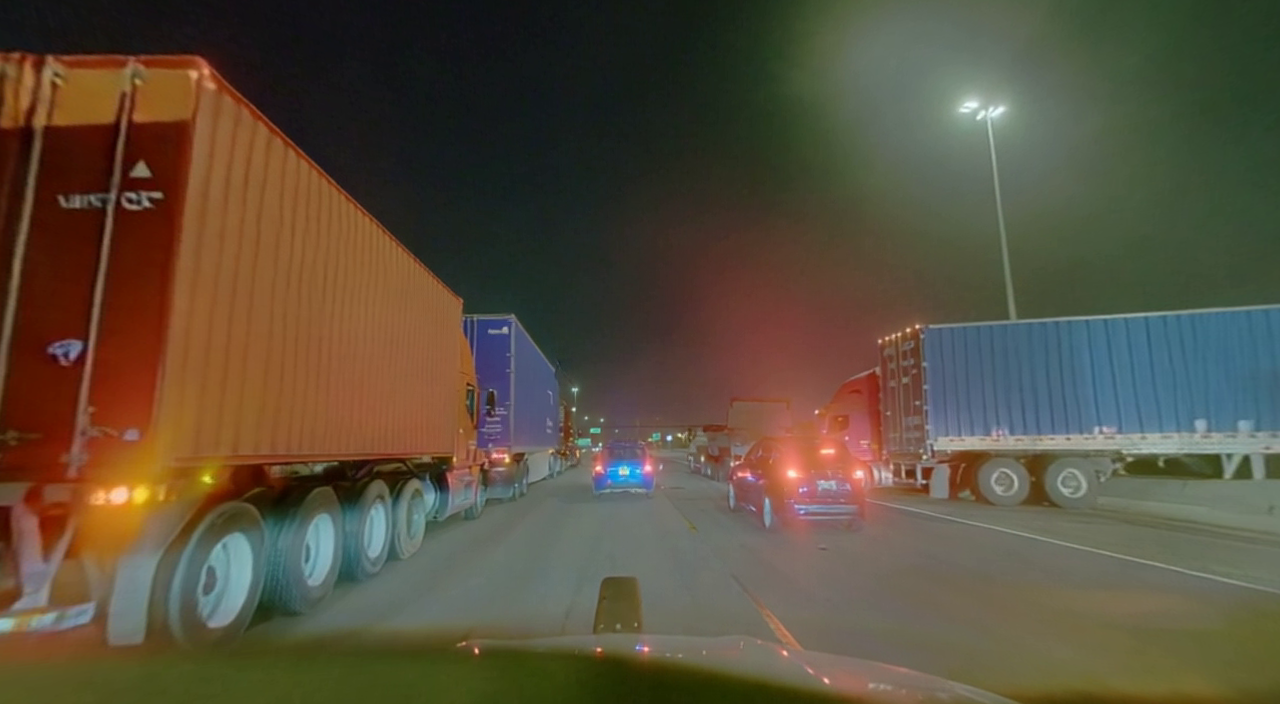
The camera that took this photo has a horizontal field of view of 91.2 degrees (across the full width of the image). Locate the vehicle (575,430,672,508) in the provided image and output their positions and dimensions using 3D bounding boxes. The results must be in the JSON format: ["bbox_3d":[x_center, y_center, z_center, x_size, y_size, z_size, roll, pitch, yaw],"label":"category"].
[{"bbox_3d":[-0.392,2.895,15.850,2.140,1.682,3.971,0,-9,-1],"label":"vehicle"}]

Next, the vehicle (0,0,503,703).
[{"bbox_3d":[-3.986,0.801,7.032,2.986,3.391,9.523,0,-9,-2],"label":"vehicle"}]

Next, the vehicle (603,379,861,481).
[{"bbox_3d":[3.722,3.995,32.029,2.877,4.124,14.516,3,-8,-40],"label":"vehicle"}]

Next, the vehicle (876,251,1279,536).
[{"bbox_3d":[11.120,0.641,9.699,13.564,4.152,3.110,-9,-12,42],"label":"vehicle"}]
